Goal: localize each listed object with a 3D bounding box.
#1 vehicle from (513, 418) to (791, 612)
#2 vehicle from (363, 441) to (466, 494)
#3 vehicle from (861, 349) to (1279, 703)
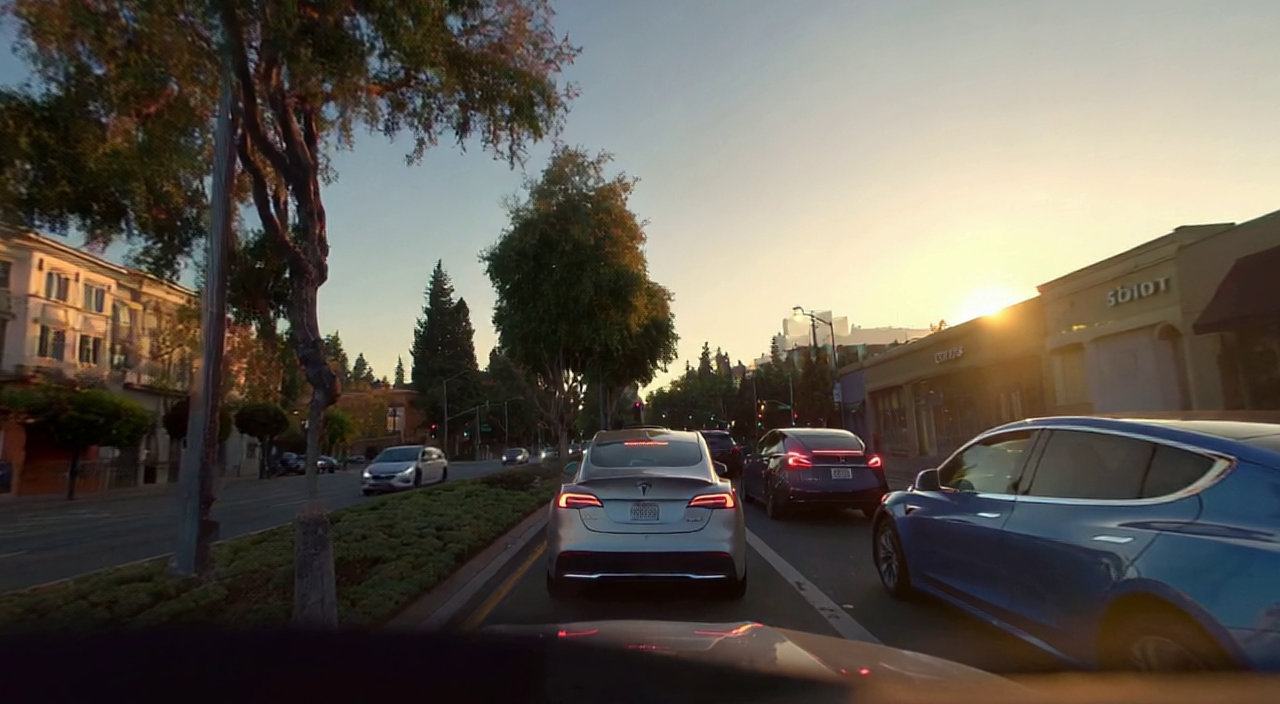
[{"bbox_3d":[0.105,1.555,6.915,2.137,1.488,3.938,0,-8,0],"label":"vehicle"},{"bbox_3d":[-7.793,4.018,22.320,1.999,1.662,4.291,0,-8,1],"label":"vehicle"},{"bbox_3d":[3.193,1.078,3.889,2.038,1.651,4.455,0,-8,0],"label":"vehicle"}]
